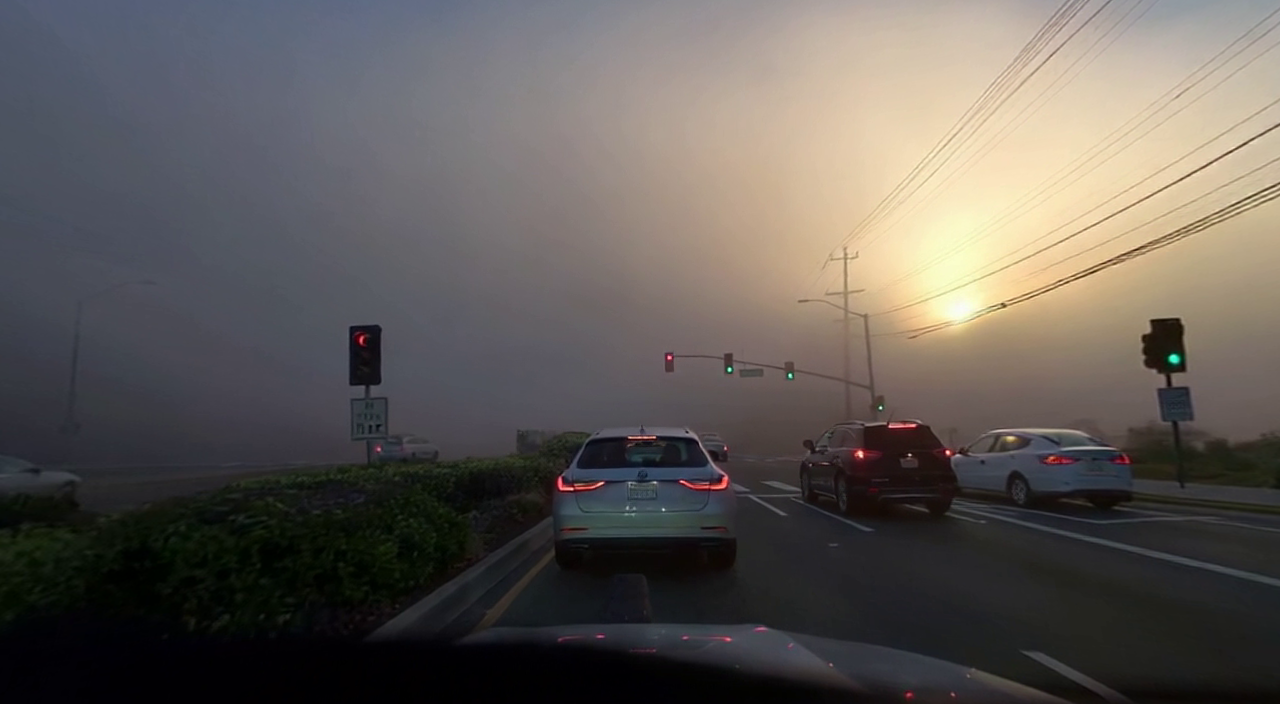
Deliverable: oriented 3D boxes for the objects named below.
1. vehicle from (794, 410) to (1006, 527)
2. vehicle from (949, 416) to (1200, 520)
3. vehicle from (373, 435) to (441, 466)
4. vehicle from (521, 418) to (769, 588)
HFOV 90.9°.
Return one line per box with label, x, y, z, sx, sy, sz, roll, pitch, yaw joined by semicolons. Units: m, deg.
vehicle;4.439;2.073;11.678;2.140;1.753;4.256;0;-8;1
vehicle;8.298;2.256;12.688;1.993;1.712;4.322;0;-8;1
vehicle;-16.049;6.840;43.846;2.262;1.967;5.814;-1;-8;3
vehicle;0.063;1.676;7.894;2.208;1.498;4.401;0;-8;1
